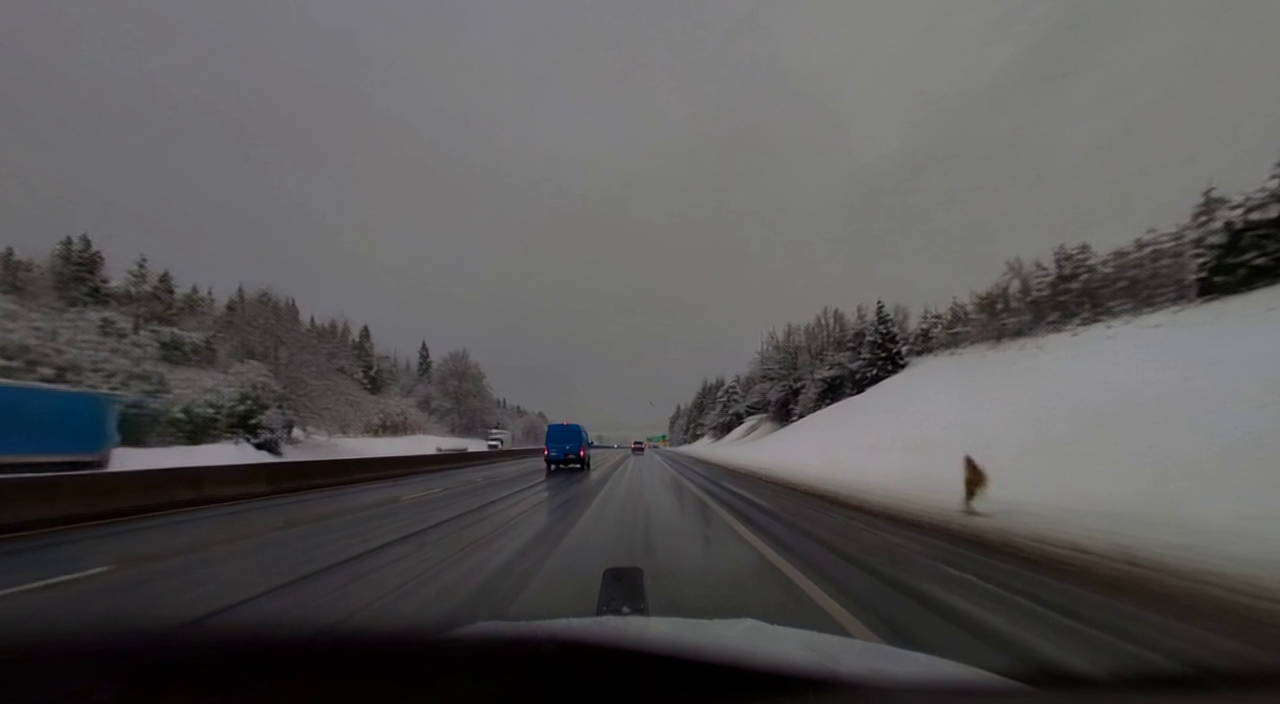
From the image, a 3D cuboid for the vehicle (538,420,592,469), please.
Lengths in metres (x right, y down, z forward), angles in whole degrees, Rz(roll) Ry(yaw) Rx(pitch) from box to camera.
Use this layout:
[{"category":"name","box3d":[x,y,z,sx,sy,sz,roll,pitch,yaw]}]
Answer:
[{"category":"vehicle","box3d":[-4.075,5.154,35.160,2.329,2.483,5.428,0,-8,0]}]

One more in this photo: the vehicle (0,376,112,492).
[{"category":"vehicle","box3d":[-23.859,2.502,19.417,2.914,4.020,14.107,0,-8,0]}]
